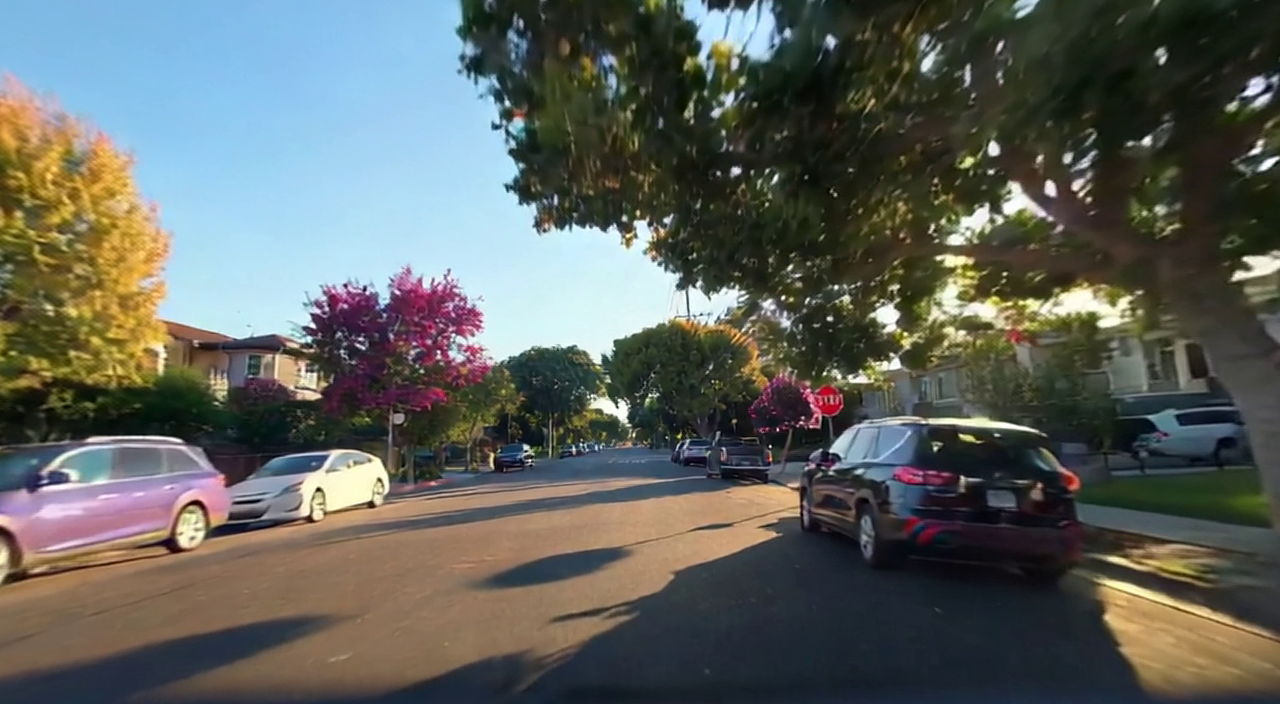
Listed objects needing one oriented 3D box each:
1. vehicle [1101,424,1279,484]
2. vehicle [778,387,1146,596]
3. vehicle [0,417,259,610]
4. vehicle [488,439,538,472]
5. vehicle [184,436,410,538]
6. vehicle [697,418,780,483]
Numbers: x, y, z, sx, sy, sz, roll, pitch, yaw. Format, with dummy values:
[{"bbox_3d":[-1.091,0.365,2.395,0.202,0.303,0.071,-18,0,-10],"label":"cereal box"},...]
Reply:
[{"bbox_3d":[16.018,2.863,17.870,4.369,1.469,1.924,-2,-9,0],"label":"vehicle"},{"bbox_3d":[3.195,1.481,7.545,2.069,1.750,4.294,0,-8,-1],"label":"vehicle"},{"bbox_3d":[-7.124,1.787,7.722,2.058,1.814,4.624,0,-8,-1],"label":"vehicle"},{"bbox_3d":[-7.419,6.177,37.347,1.980,1.664,4.342,-5,-11,0],"label":"vehicle"},{"bbox_3d":[-6.758,2.729,13.165,2.086,1.516,4.568,-6,-10,1],"label":"vehicle"},{"bbox_3d":[3.412,3.580,23.190,2.111,2.054,5.748,0,-8,0],"label":"vehicle"}]
